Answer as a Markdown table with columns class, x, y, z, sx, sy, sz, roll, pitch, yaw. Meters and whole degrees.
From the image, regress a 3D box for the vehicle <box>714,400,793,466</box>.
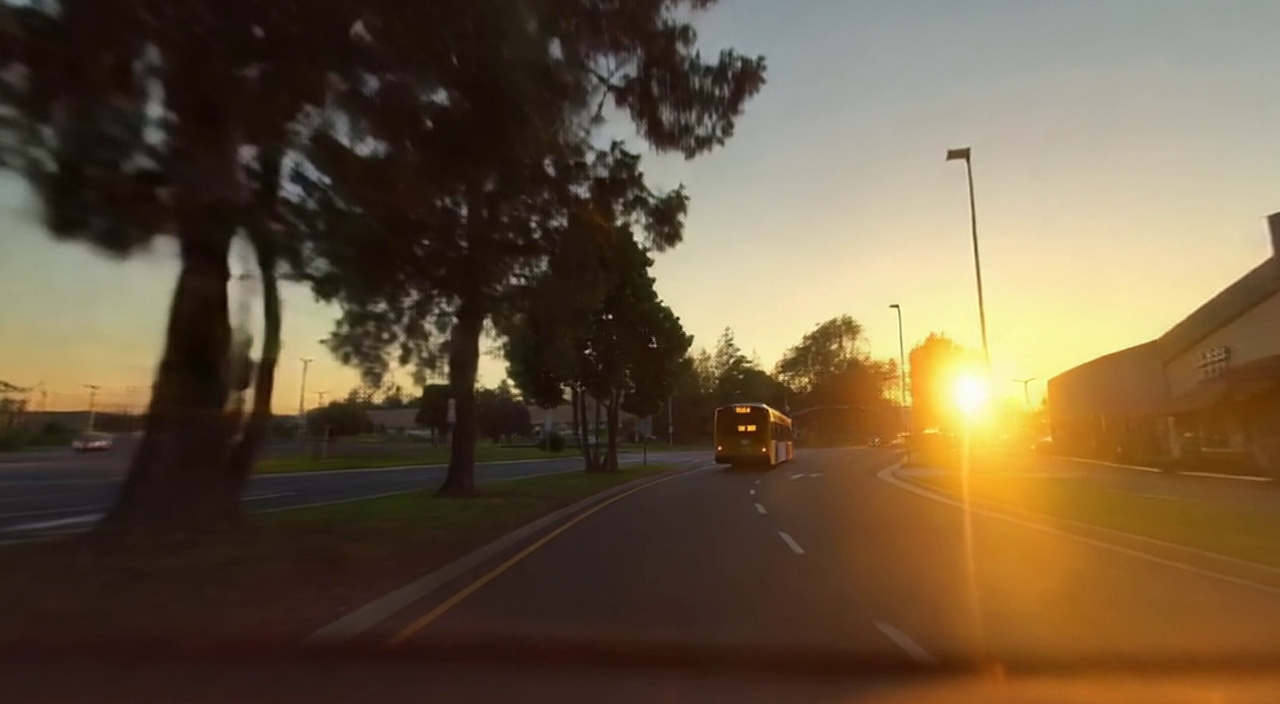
| class | x | y | z | sx | sy | sz | roll | pitch | yaw |
| --- | --- | --- | --- | --- | --- | --- | --- | --- | --- |
| vehicle | 7.232 | 5.056 | 38.532 | 3.031 | 3.429 | 11.005 | -3 | -9 | 18 |
